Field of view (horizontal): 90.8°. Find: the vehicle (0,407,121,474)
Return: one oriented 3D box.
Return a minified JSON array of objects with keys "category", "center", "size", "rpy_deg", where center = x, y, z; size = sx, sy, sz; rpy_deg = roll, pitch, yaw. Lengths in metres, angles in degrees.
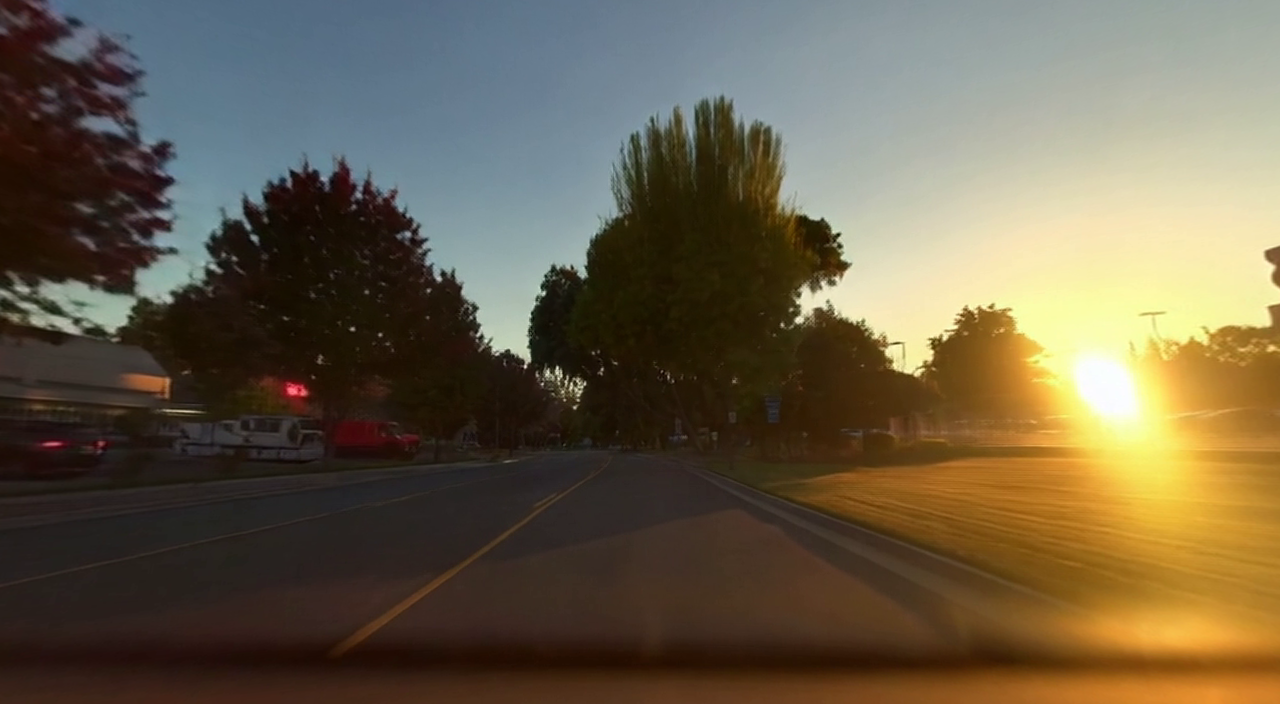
[{"category":"vehicle","center":[-19.340,2.704,19.168],"size":[5.109,1.891,2.206],"rpy_deg":[0,-9,-1]}]

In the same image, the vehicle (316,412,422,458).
[{"category":"vehicle","center":[-19.840,6.127,46.542],"size":[6.595,3.267,2.535],"rpy_deg":[0,-8,0]}]

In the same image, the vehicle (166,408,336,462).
[{"category":"vehicle","center":[-19.675,4.271,32.276],"size":[6.919,2.613,2.356],"rpy_deg":[0,-9,-4]}]
